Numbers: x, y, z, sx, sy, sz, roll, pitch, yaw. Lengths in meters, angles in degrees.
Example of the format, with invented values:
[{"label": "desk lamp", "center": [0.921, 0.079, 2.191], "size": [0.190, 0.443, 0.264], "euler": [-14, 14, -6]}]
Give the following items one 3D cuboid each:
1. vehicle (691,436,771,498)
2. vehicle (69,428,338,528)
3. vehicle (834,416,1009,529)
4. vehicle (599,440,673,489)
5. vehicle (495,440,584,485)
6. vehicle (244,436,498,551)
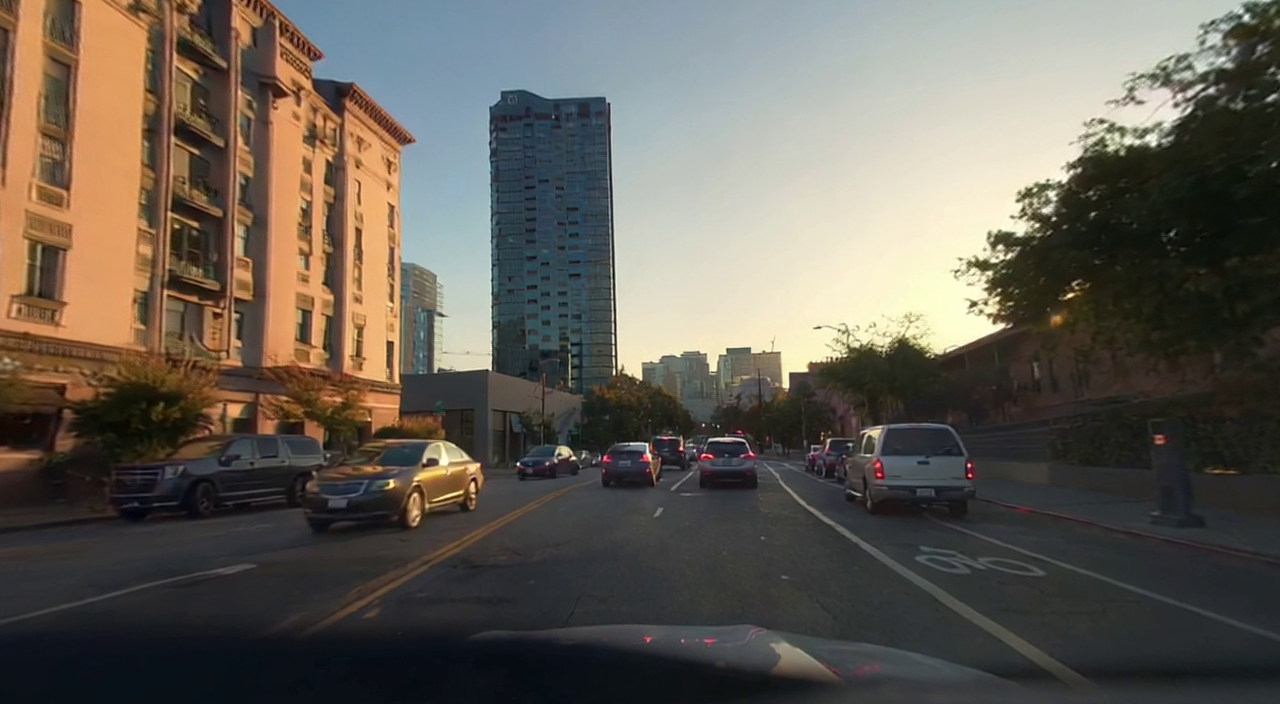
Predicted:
[{"label": "vehicle", "center": [2.623, 3.199, 17.971], "size": [1.982, 1.510, 4.144], "euler": [-1, -8, 9]}, {"label": "vehicle", "center": [-9.469, 2.737, 14.425], "size": [2.070, 1.854, 4.985], "euler": [-1, -8, 9]}, {"label": "vehicle", "center": [5.200, 2.255, 12.424], "size": [2.088, 1.775, 4.454], "euler": [-2, -9, 10]}, {"label": "vehicle", "center": [-0.032, 3.676, 20.966], "size": [2.031, 1.461, 3.763], "euler": [-1, -8, 6]}, {"label": "vehicle", "center": [-3.741, 4.215, 24.407], "size": [2.086, 1.565, 4.281], "euler": [-1, -9, 10]}, {"label": "vehicle", "center": [-4.062, 2.196, 10.635], "size": [2.028, 1.478, 4.682], "euler": [0, -8, 3]}]
